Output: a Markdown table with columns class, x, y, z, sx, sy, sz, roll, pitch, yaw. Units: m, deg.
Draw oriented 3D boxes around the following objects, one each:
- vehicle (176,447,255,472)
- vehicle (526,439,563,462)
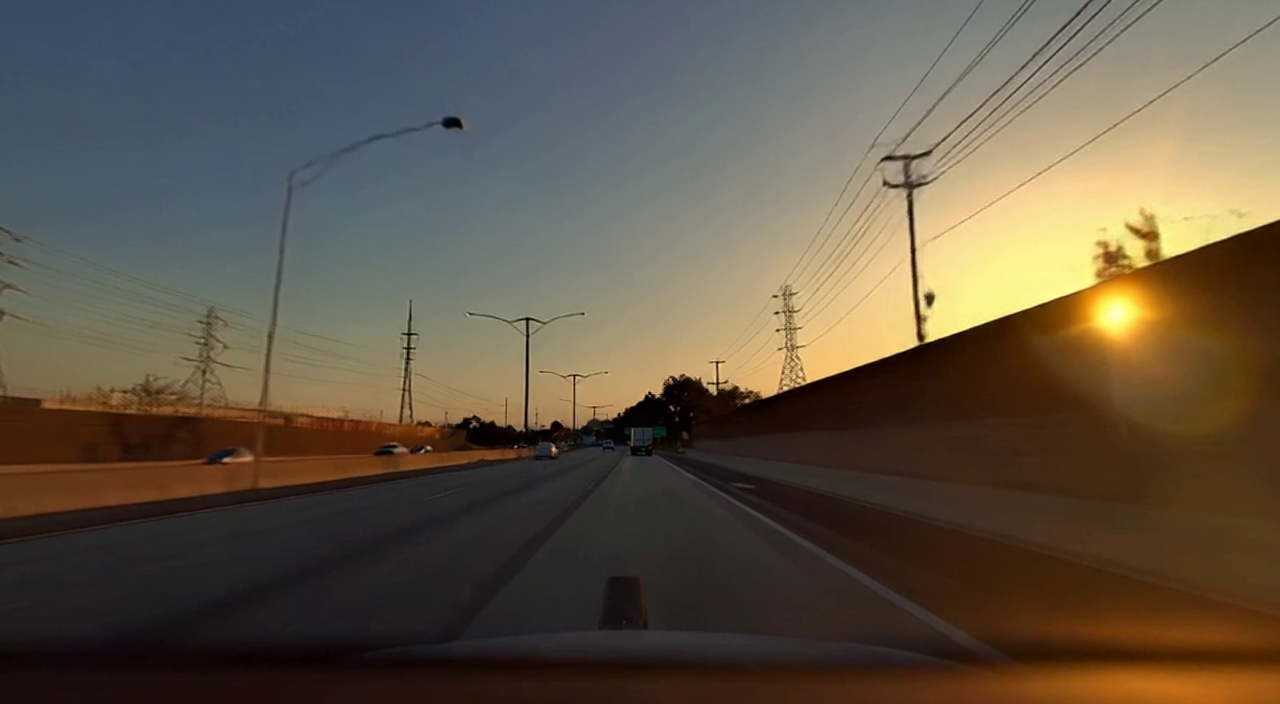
| class | x | y | z | sx | sy | sz | roll | pitch | yaw |
| --- | --- | --- | --- | --- | --- | --- | --- | --- | --- |
| vehicle | -26.690 | 6.738 | 39.827 | 1.803 | 1.470 | 4.582 | 0 | -8 | 0 |
| vehicle | -7.225 | 7.512 | 48.244 | 2.064 | 1.642 | 4.389 | 0 | -8 | 1 |
